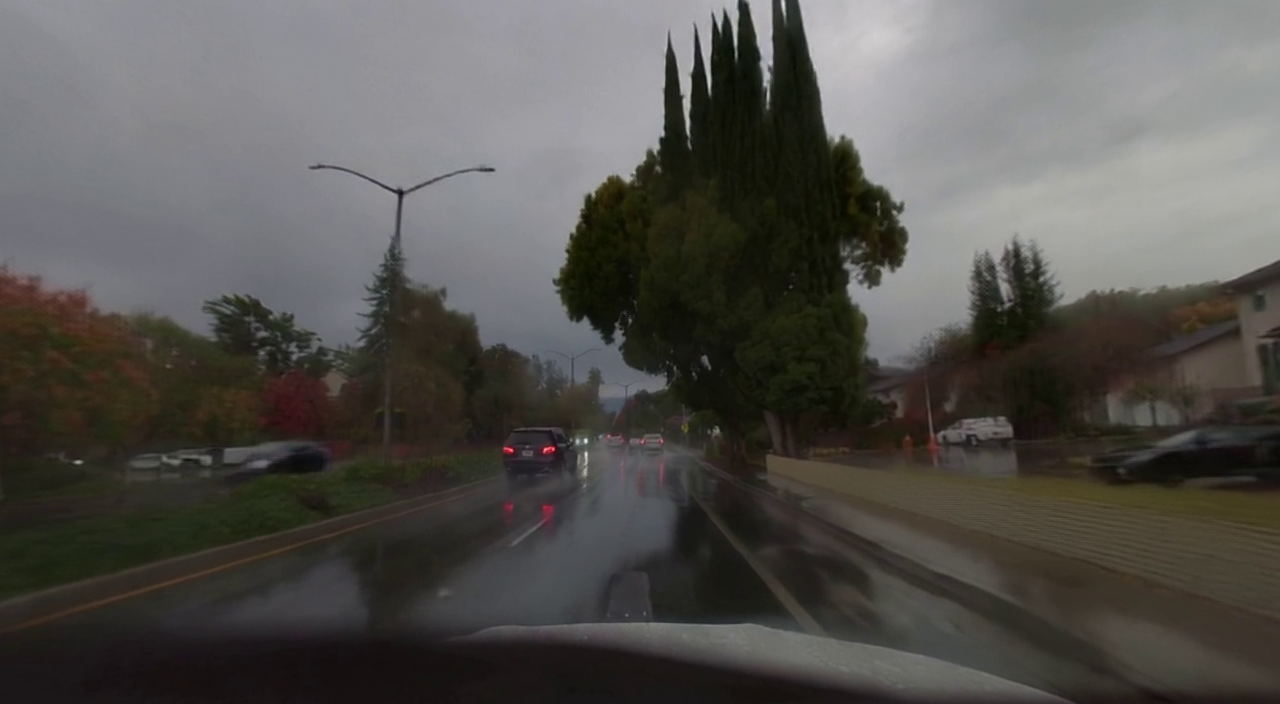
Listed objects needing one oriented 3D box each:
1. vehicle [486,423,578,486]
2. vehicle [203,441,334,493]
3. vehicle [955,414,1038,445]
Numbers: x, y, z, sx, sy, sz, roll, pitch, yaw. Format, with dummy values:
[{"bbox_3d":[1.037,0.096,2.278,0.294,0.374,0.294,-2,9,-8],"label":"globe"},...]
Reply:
[{"bbox_3d":[-3.310,3.244,20.263,2.073,1.770,4.302,0,-8,2],"label":"vehicle"},{"bbox_3d":[-11.715,3.609,20.210,1.740,1.476,3.850,0,-8,1],"label":"vehicle"},{"bbox_3d":[18.335,4.046,32.707,1.939,1.477,5.129,-1,-8,8],"label":"vehicle"}]
